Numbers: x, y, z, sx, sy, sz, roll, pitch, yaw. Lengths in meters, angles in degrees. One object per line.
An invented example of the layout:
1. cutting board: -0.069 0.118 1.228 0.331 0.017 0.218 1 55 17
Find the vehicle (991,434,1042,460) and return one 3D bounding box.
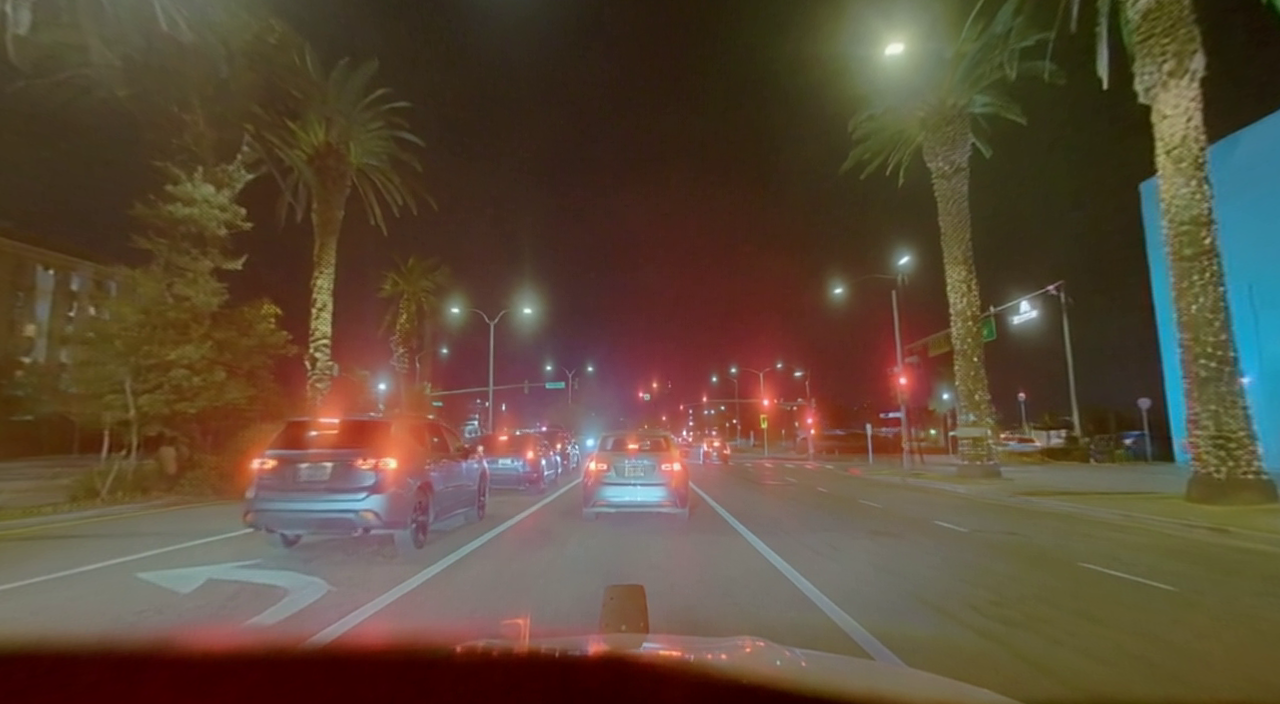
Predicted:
1. vehicle: 26.018 6.572 43.638 1.882 1.672 3.957 -2 -9 14

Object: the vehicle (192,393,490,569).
1. vehicle: -3.507 1.609 8.546 1.914 1.741 4.398 0 -8 -1

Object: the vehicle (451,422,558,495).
1. vehicle: -3.427 2.782 16.764 1.840 1.684 4.041 0 -8 1

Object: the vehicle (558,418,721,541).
1. vehicle: -0.030 1.982 10.398 2.114 1.585 4.285 0 -8 -1

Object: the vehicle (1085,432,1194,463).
1. vehicle: 25.459 4.893 32.246 3.914 1.427 1.779 -2 -8 6
